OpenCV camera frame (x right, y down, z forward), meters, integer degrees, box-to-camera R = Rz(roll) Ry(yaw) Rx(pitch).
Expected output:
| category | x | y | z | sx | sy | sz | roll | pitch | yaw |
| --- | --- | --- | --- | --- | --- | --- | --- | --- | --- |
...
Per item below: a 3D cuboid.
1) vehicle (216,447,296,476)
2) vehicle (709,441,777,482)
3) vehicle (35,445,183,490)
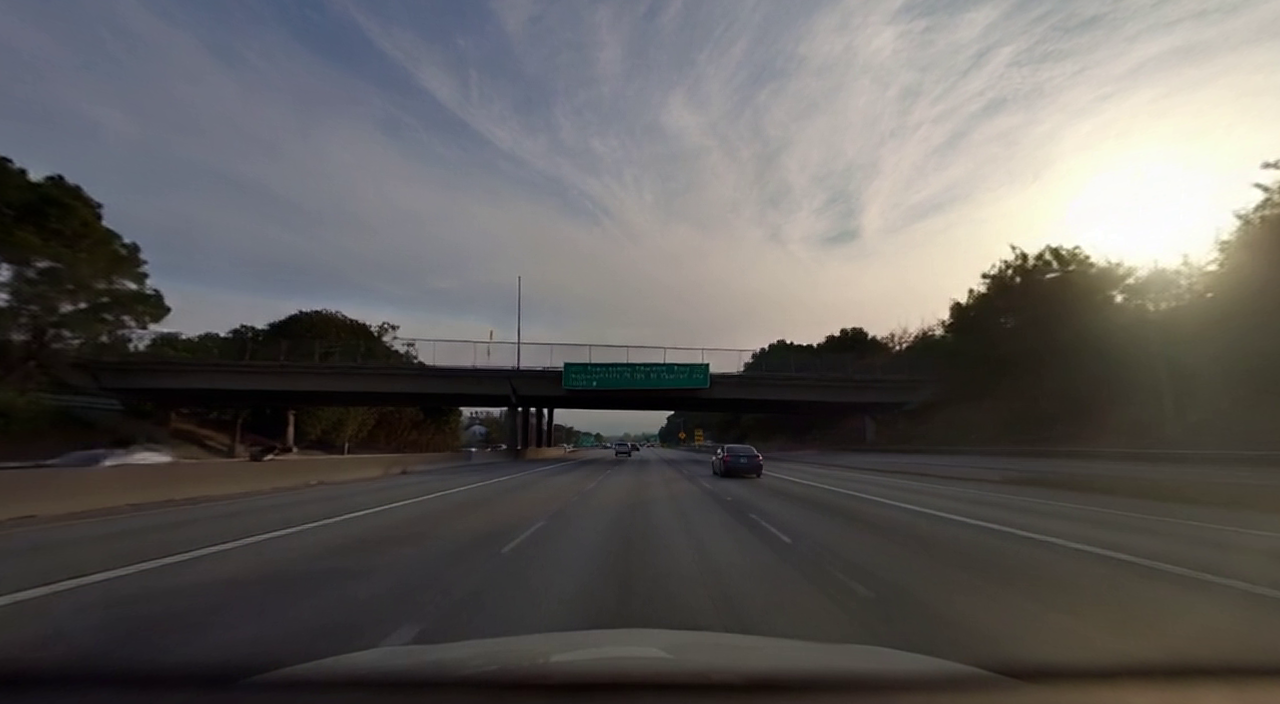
| category | x | y | z | sx | sy | sz | roll | pitch | yaw |
| --- | --- | --- | --- | --- | --- | --- | --- | --- | --- |
| vehicle | -24.998 | 7.116 | 41.301 | 2.025 | 1.774 | 4.951 | 0 | -8 | 0 |
| vehicle | 4.013 | 4.320 | 25.302 | 1.908 | 1.483 | 4.259 | 0 | -8 | -1 |
| vehicle | -21.788 | 4.717 | 26.213 | 2.032 | 1.636 | 4.720 | 0 | -8 | 0 |
